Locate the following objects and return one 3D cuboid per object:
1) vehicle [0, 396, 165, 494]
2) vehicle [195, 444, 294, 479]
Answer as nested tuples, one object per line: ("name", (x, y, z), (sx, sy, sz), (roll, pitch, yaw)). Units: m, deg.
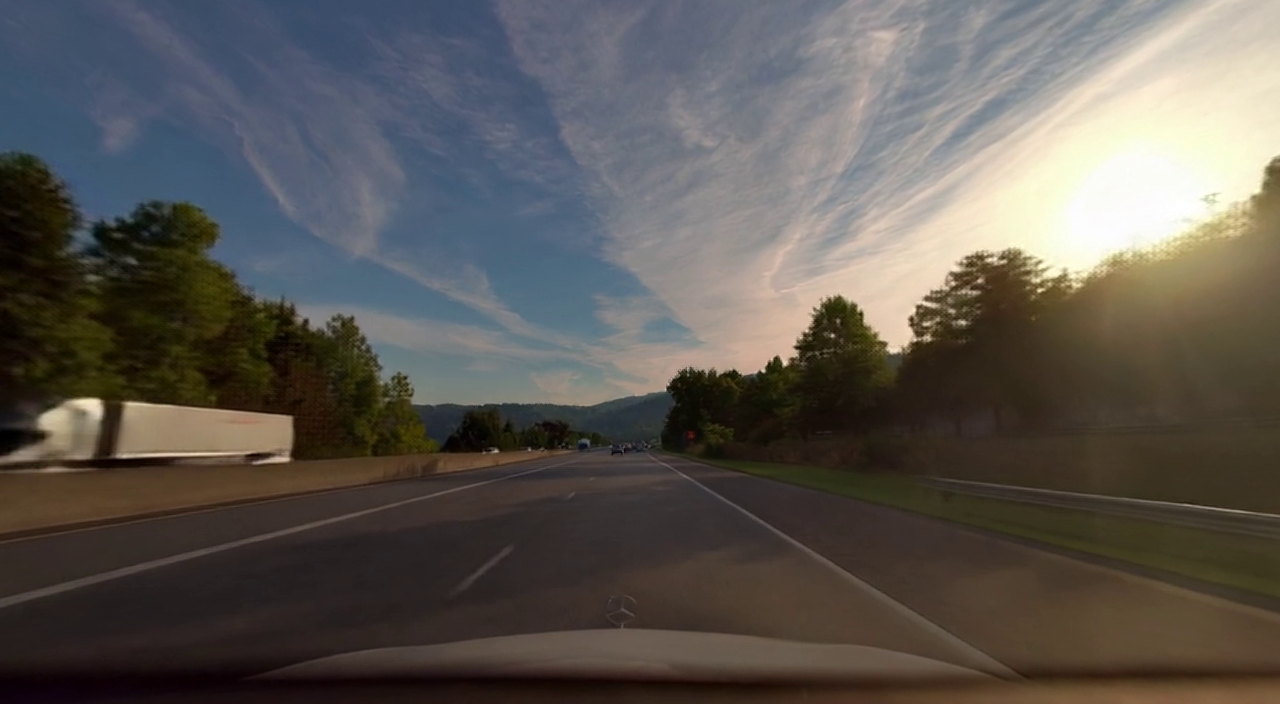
("vehicle", (-25.540, 4.195, 28.443), (2.916, 3.874, 6.628), (0, -9, -1))
("vehicle", (-20.798, 5.773, 33.500), (2.042, 1.674, 4.948), (0, -9, -1))
